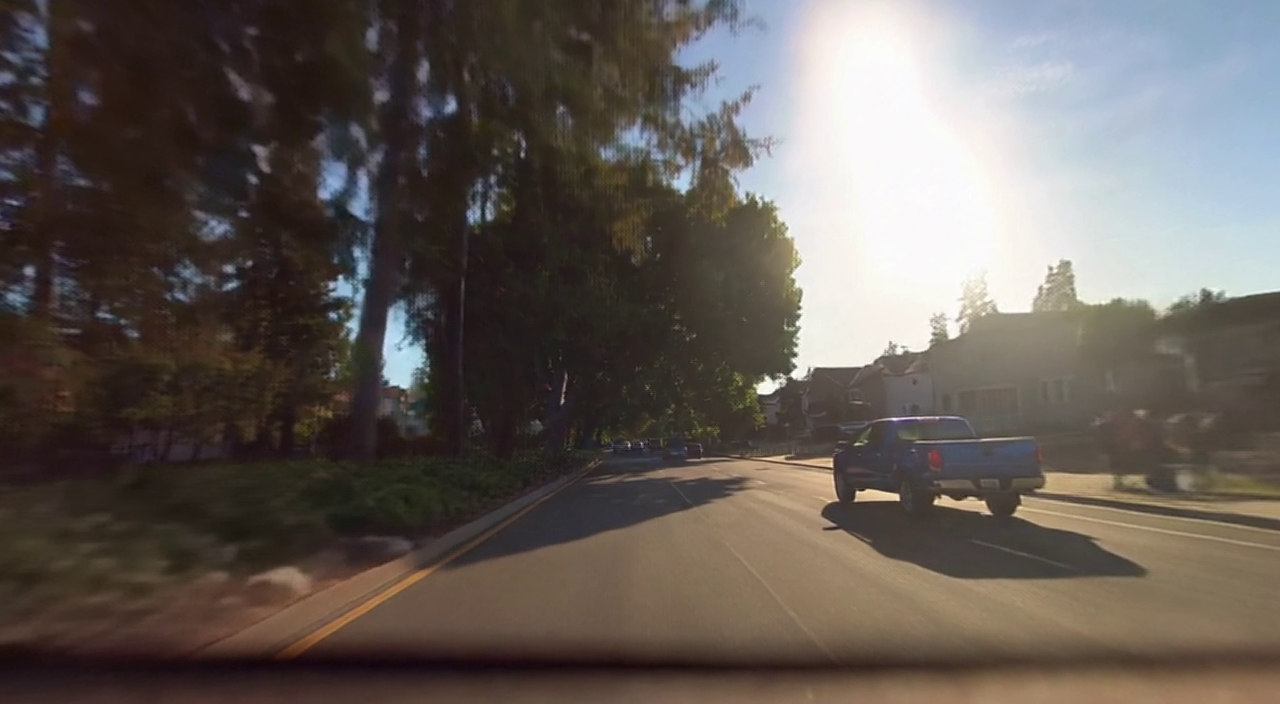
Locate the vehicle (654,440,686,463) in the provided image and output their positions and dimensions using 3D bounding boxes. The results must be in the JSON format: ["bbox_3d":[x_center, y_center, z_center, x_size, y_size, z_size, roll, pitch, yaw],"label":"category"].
[{"bbox_3d":[2.246,7.508,47.828,2.061,1.632,4.222,1,-8,-2],"label":"vehicle"}]

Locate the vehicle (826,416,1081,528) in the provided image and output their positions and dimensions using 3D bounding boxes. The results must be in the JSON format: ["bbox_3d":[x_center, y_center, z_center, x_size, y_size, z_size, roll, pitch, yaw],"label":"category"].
[{"bbox_3d":[5.877,2.332,12.997,2.262,1.769,5.666,0,-8,-1],"label":"vehicle"}]
